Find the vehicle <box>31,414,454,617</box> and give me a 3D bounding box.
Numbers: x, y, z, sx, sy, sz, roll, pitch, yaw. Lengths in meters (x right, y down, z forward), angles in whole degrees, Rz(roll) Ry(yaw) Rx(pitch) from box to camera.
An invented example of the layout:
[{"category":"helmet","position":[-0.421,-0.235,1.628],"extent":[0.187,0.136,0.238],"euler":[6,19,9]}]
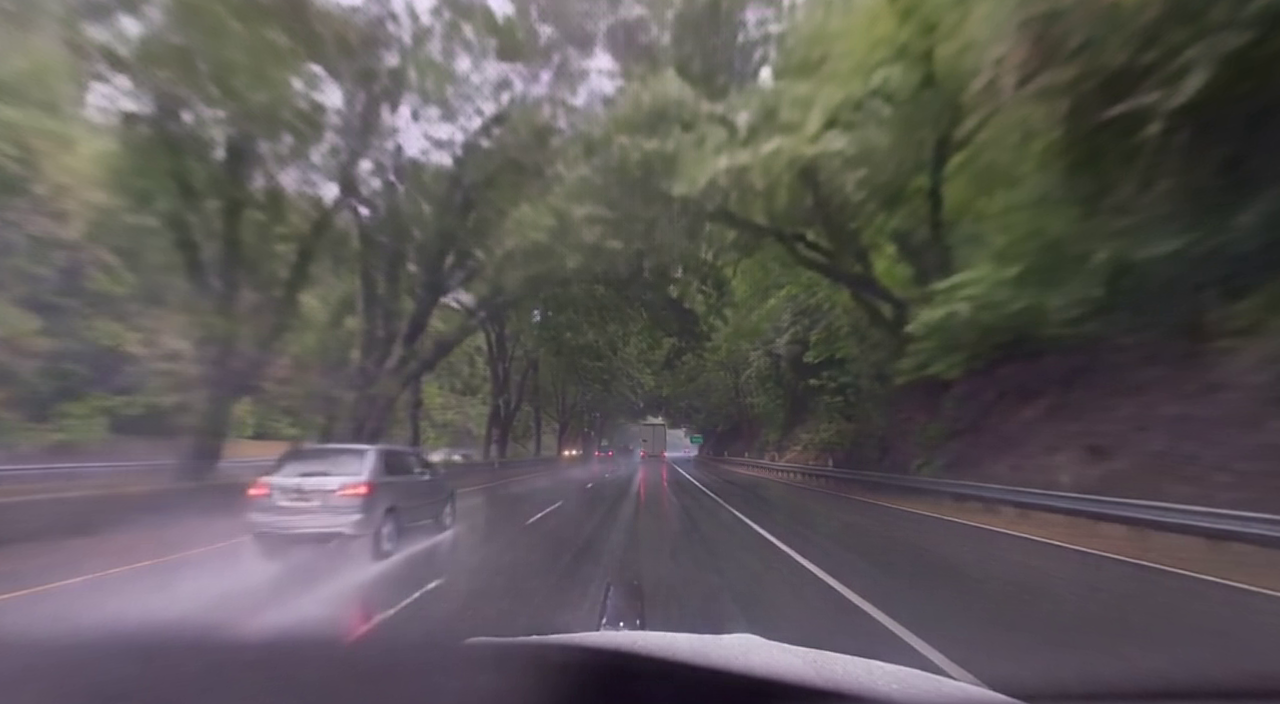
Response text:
[{"category":"vehicle","position":[-3.846,1.656,7.270],"extent":[2.057,1.618,4.212],"euler":[0,-9,1]}]
